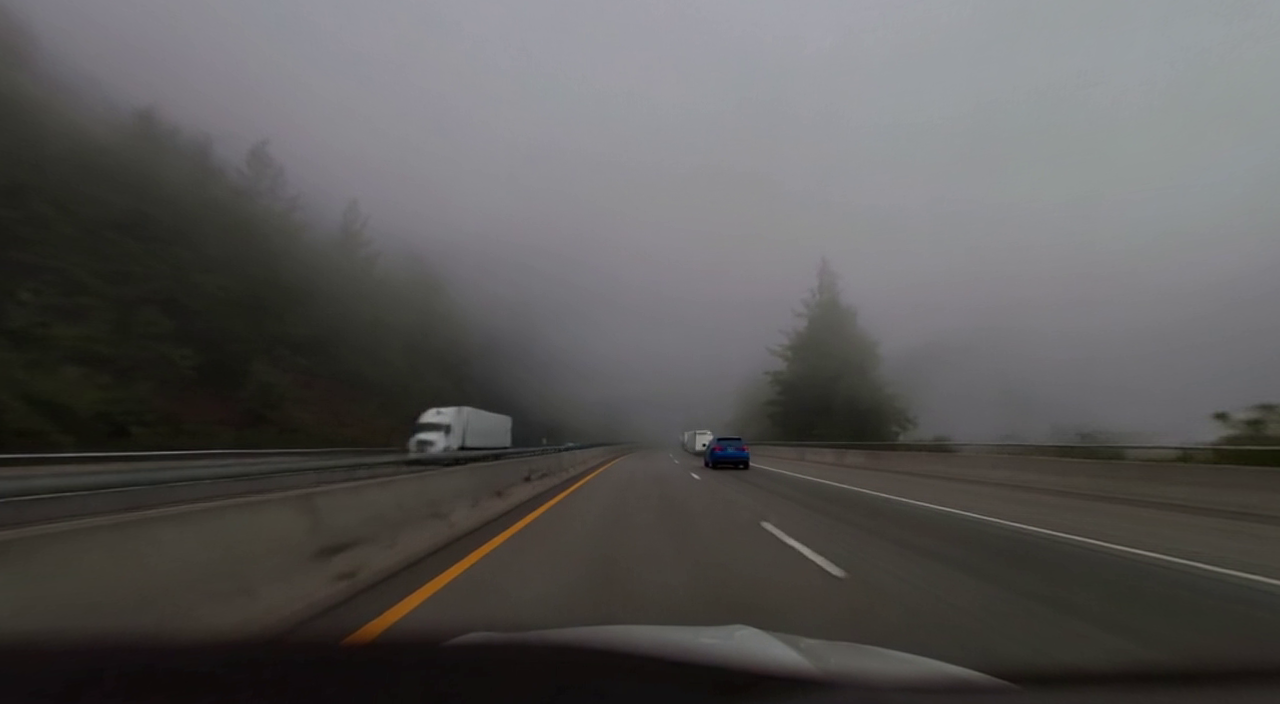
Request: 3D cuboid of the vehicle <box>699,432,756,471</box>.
[{"bbox_3d":[3.987,4.612,29.335,2.022,1.663,4.245,0,-8,0],"label":"vehicle"}]
